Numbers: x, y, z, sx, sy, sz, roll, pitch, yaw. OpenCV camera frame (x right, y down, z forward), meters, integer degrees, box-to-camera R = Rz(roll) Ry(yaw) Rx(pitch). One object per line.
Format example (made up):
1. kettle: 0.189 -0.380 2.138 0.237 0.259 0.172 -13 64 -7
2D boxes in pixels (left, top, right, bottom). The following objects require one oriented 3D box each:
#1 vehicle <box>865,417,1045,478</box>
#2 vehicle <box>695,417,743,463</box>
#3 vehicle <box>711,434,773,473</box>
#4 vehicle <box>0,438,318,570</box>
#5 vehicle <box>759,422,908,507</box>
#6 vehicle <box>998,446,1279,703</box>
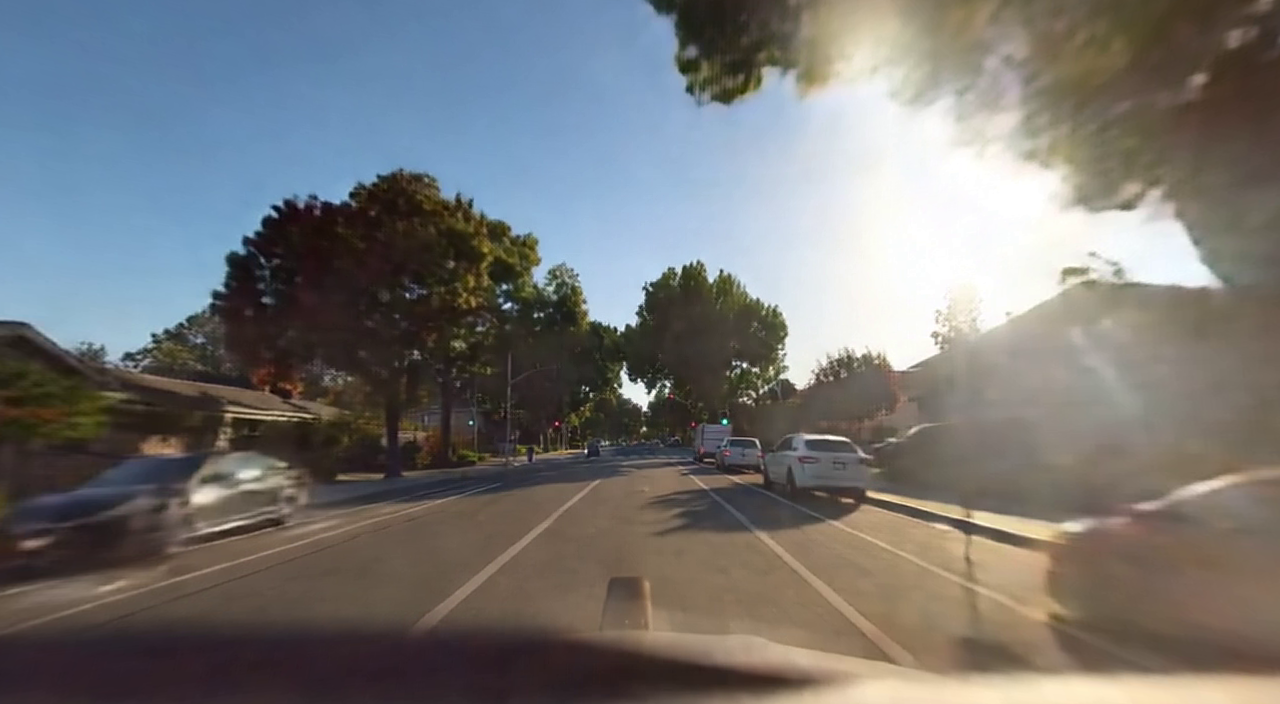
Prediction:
1. vehicle: 10.642 3.286 21.636 4.938 1.950 2.155 0 -8 1
2. vehicle: 5.089 5.776 41.298 2.398 2.806 4.857 0 -8 -1
3. vehicle: 4.852 4.899 30.694 2.202 1.712 4.813 0 -8 0
4. vehicle: -7.134 2.091 9.552 2.041 1.489 4.439 -1 -8 2
5. vehicle: 4.673 2.811 16.199 2.279 1.829 4.859 0 -8 0
6. vehicle: 4.478 1.262 3.647 2.070 1.411 4.635 0 -8 0
